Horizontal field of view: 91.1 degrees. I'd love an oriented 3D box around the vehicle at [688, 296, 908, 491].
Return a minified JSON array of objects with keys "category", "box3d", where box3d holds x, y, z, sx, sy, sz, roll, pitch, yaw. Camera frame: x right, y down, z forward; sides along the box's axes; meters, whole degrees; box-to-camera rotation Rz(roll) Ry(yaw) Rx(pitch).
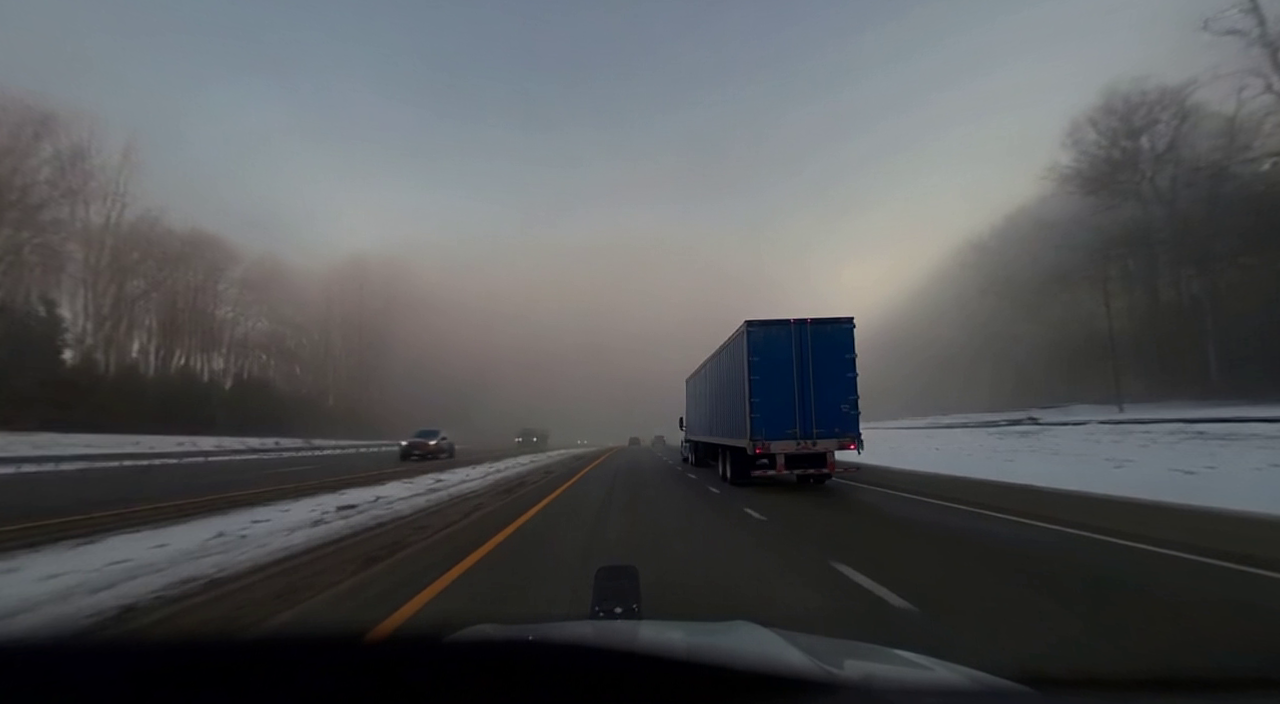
[{"category":"vehicle","box3d":[4.064,2.014,22.247,3.203,4.273,17.131,0,-8,-1]}]
